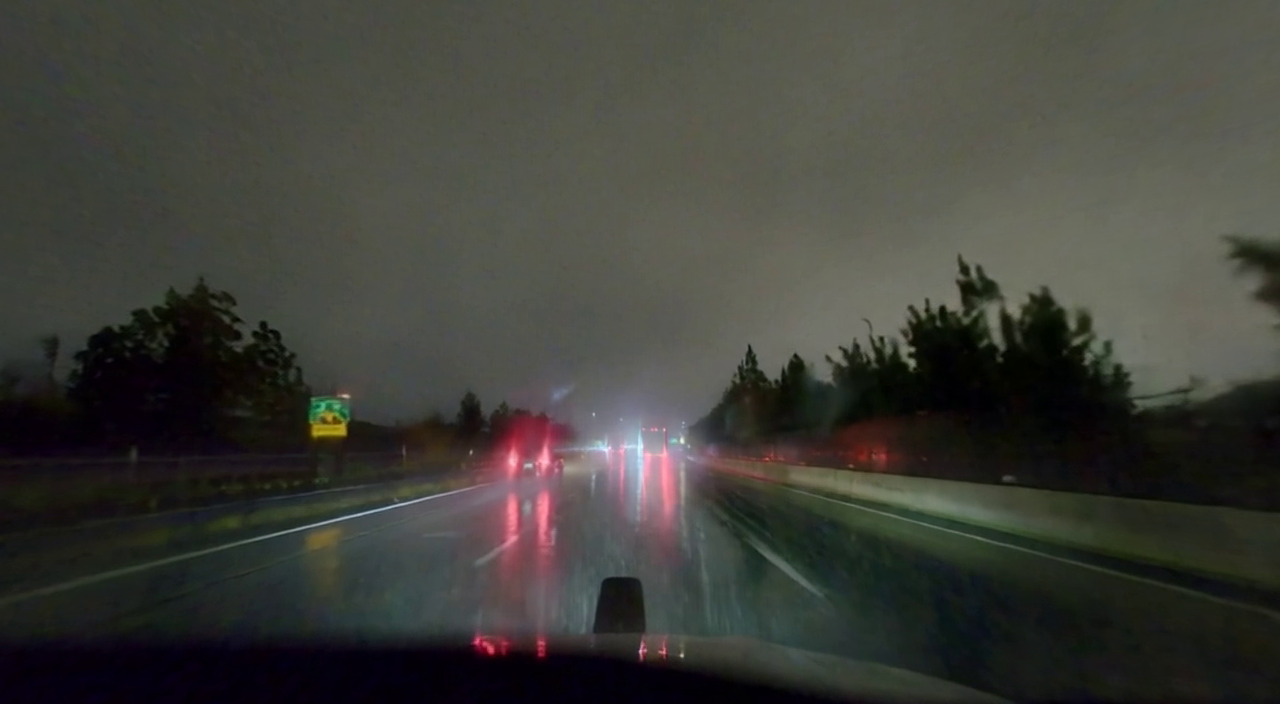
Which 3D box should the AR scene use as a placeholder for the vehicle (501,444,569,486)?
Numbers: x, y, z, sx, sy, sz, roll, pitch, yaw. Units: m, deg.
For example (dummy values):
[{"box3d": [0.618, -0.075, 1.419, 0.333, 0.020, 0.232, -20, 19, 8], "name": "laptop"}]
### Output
[{"box3d": [-4.203, 4.603, 25.997, 2.035, 1.595, 4.022, 0, -9, 1], "name": "vehicle"}]
